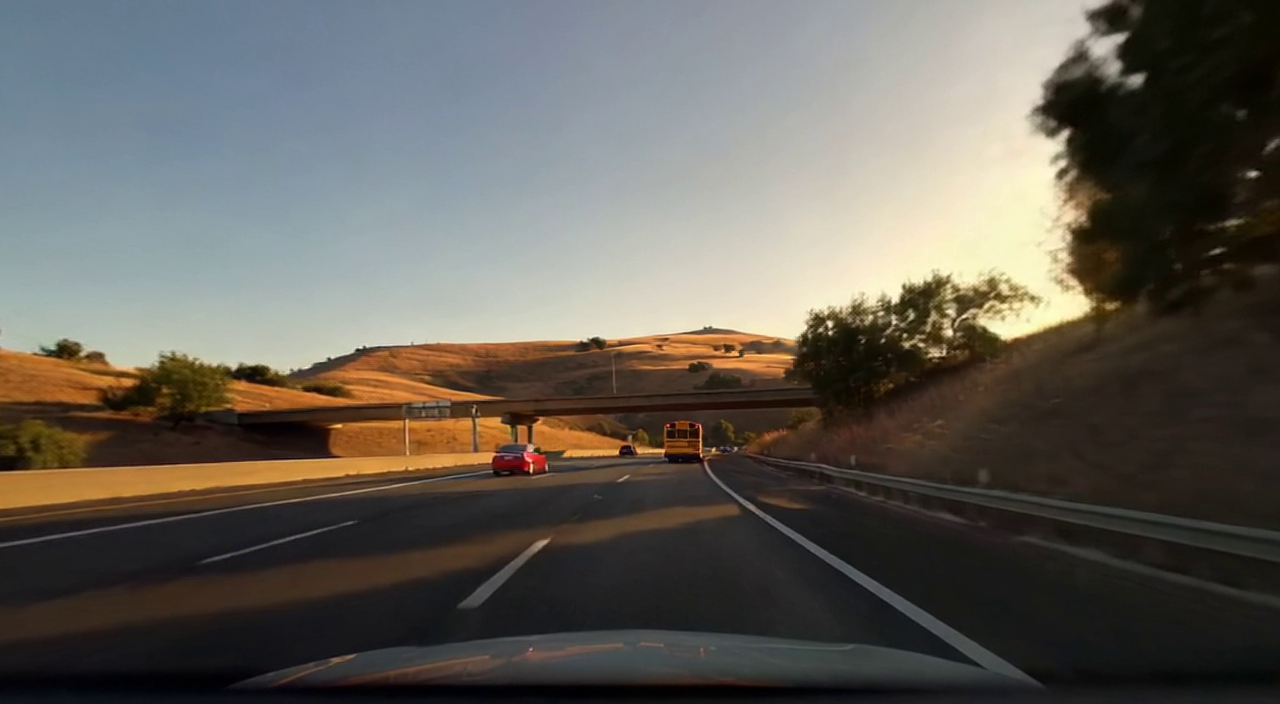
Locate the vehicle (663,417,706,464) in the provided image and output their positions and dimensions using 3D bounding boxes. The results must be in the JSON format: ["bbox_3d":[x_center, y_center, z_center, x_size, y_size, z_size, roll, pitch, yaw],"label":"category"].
[{"bbox_3d":[3.579,6.942,49.360,2.945,3.295,10.406,-1,-8,5],"label":"vehicle"}]

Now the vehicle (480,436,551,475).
[{"bbox_3d":[-5.847,4.924,30.232,2.172,1.689,4.625,-1,-8,4],"label":"vehicle"}]
